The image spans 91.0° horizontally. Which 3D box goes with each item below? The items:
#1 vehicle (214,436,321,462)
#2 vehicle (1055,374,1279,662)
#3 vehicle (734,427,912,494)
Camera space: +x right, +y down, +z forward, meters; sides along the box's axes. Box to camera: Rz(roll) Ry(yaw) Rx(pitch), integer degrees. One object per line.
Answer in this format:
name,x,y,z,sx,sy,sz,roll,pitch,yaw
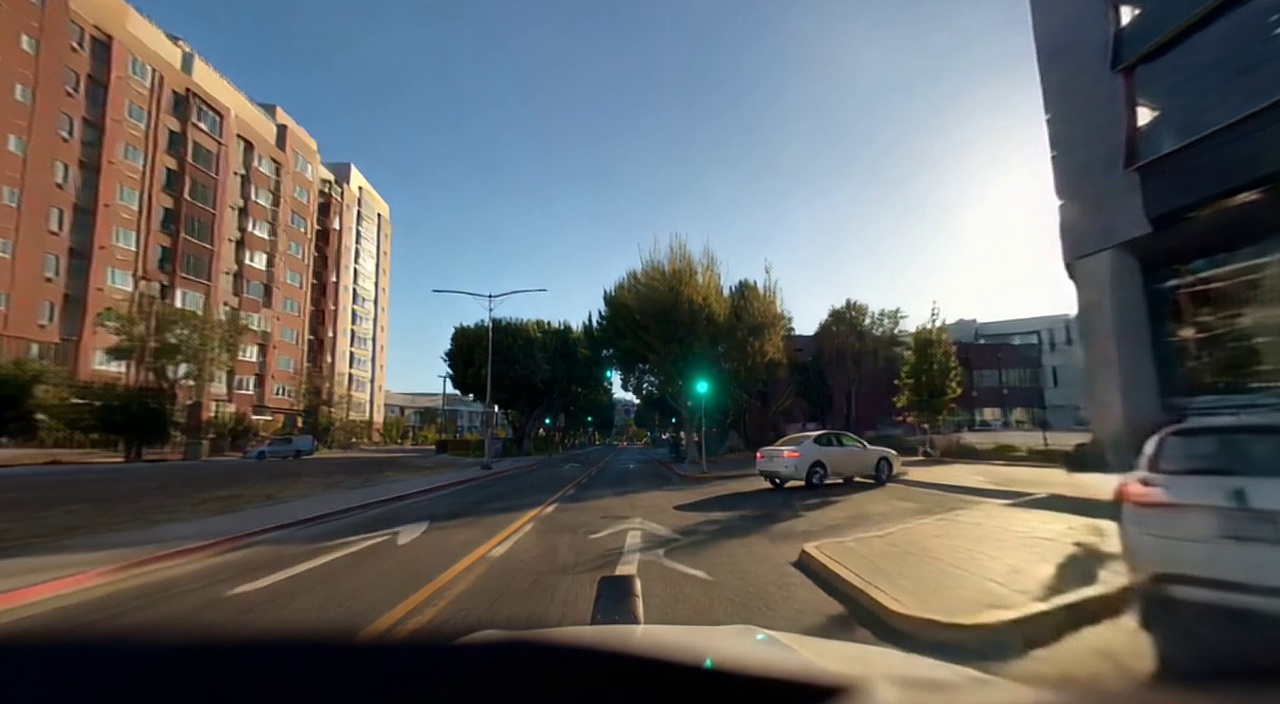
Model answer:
vehicle,-19.531,5.094,33.302,2.660,1.211,4.739,-1,-8,2
vehicle,5.009,1.019,4.496,3.844,1.524,1.847,4,-9,-32
vehicle,4.673,2.709,16.141,4.033,1.514,1.974,3,-9,-25
